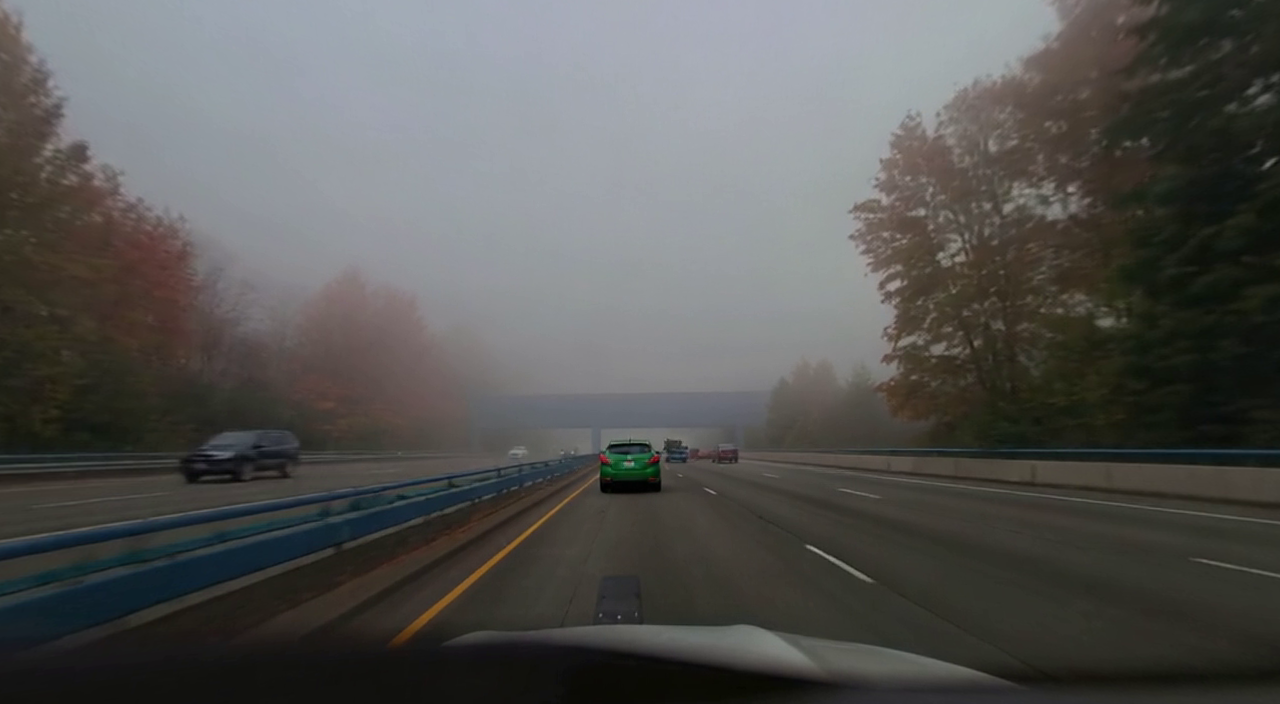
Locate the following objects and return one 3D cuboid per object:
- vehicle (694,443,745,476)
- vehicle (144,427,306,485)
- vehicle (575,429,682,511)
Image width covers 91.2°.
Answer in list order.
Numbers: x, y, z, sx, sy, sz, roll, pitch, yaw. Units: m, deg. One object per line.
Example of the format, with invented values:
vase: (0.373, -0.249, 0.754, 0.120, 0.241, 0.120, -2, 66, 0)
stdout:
vehicle: (3.913, 5.334, 31.296, 1.894, 1.487, 3.751, 0, -9, -2)
vehicle: (-13.142, 3.347, 20.308, 2.058, 1.624, 4.697, 0, -9, 0)
vehicle: (-0.260, 2.802, 15.323, 2.259, 1.699, 4.015, 0, -9, 0)
